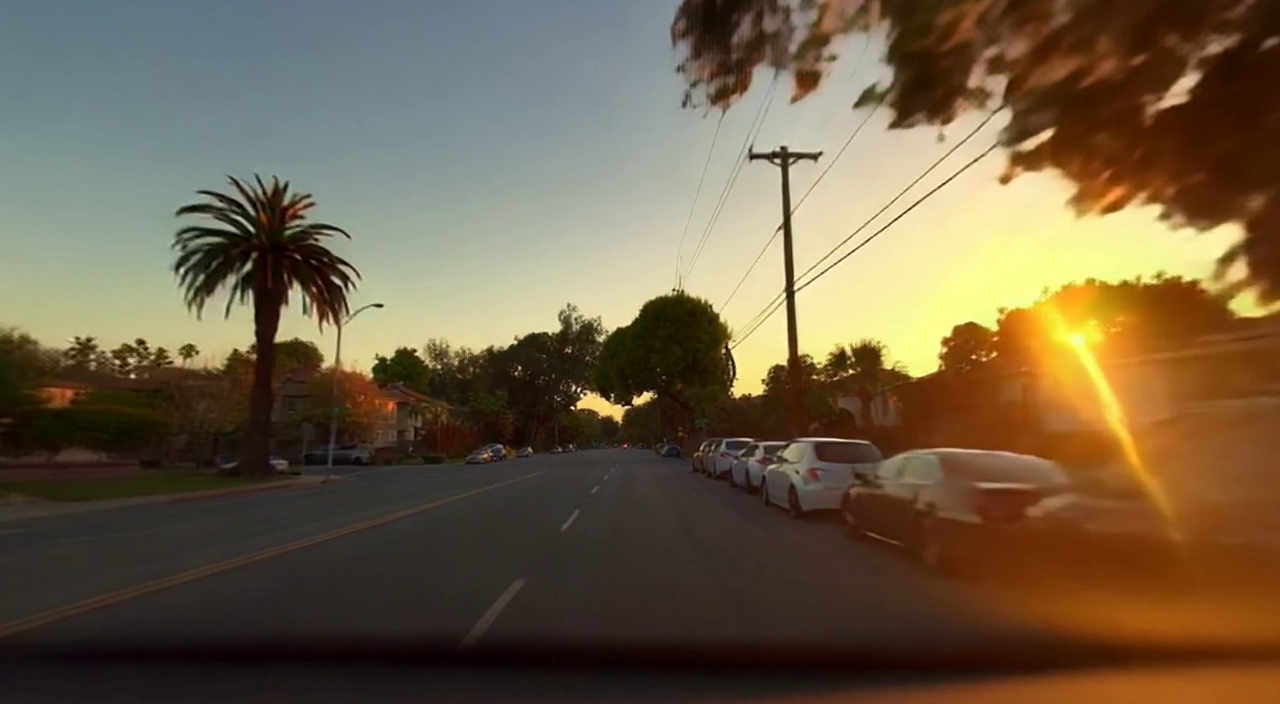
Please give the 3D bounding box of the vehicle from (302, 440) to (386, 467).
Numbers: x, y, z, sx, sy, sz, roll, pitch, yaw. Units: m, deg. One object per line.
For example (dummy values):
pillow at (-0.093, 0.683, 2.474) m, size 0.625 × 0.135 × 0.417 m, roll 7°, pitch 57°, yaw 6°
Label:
vehicle at (-22.858, 7.852, 48.902) m, size 5.386 × 2.043 × 2.124 m, roll 0°, pitch -9°, yaw 0°

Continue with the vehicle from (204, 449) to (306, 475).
vehicle at (-23.689, 6.787, 38.995) m, size 4.946 × 1.518 × 2.115 m, roll 0°, pitch -9°, yaw 1°

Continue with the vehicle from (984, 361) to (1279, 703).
vehicle at (3.914, 0.953, 3.096) m, size 1.917 × 1.741 × 4.420 m, roll 0°, pitch -9°, yaw 0°
